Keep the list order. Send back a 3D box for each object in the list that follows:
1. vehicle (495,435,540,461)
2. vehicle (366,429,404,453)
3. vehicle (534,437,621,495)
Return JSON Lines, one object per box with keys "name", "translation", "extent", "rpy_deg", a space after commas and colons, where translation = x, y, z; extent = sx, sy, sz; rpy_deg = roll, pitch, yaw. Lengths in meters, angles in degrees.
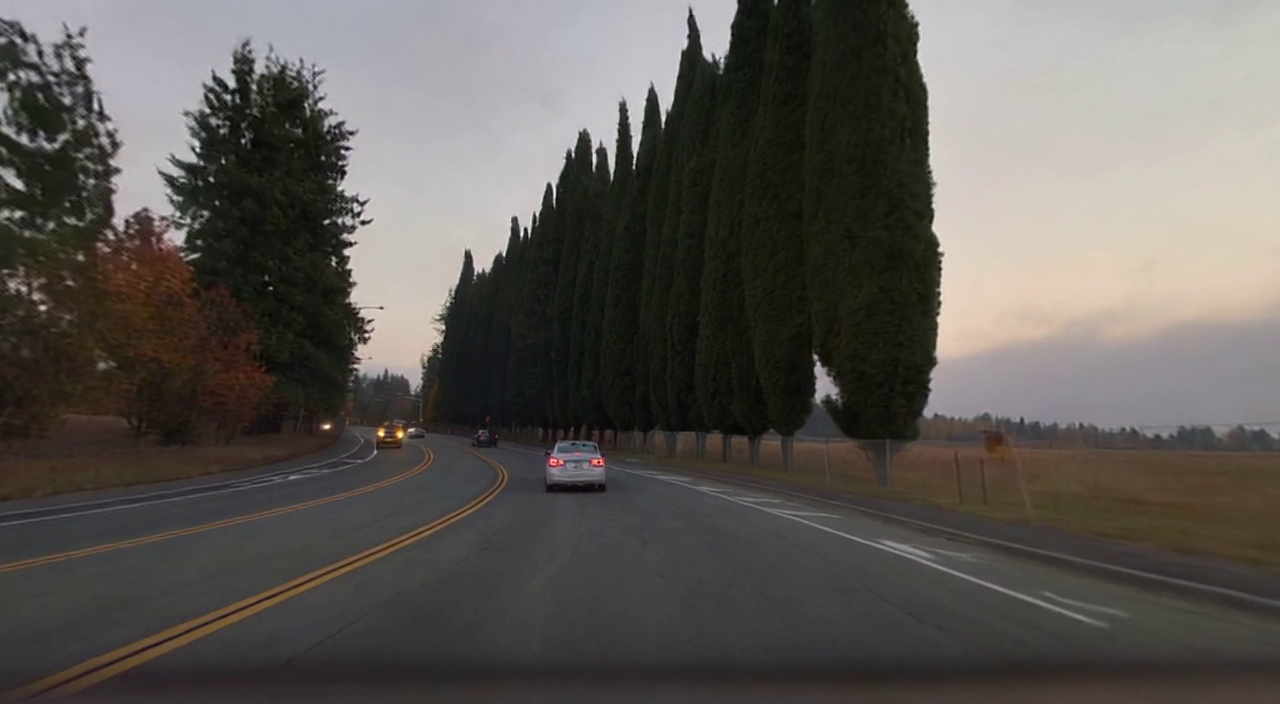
{"name": "vehicle", "translation": [-7.782, 6.062, 39.712], "extent": [2.080, 1.530, 3.719], "rpy_deg": [3, -9, -21]}
{"name": "vehicle", "translation": [-17.113, 5.980, 42.170], "extent": [2.126, 1.493, 4.748], "rpy_deg": [4, -9, -23]}
{"name": "vehicle", "translation": [-1.977, 3.349, 18.867], "extent": [2.296, 1.510, 4.068], "rpy_deg": [2, -9, -9]}
